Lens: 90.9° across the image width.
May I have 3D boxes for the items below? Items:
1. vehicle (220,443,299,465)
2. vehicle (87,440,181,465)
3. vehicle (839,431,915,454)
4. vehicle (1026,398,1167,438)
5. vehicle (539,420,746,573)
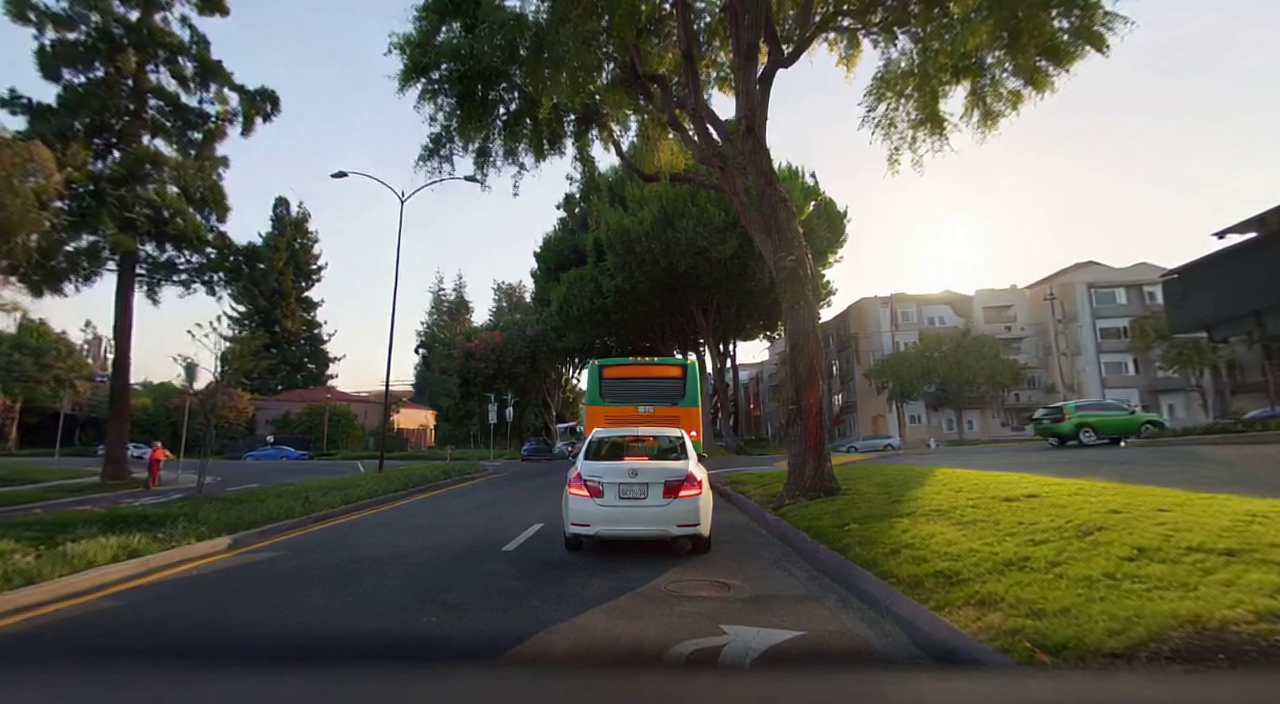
[{"bbox_3d":[-25.899,6.920,43.073,4.403,1.422,1.697,4,-9,-26],"label":"vehicle"},{"bbox_3d":[-32.003,6.343,39.956,4.473,1.442,1.743,7,-11,-38],"label":"vehicle"},{"bbox_3d":[15.781,6.017,42.021,4.422,1.457,1.882,-5,-10,29],"label":"vehicle"},{"bbox_3d":[18.499,2.752,25.658,4.359,1.458,1.781,-8,-11,42],"label":"vehicle"},{"bbox_3d":[0.046,1.704,8.192,2.020,1.478,3.922,0,-8,1],"label":"vehicle"}]
